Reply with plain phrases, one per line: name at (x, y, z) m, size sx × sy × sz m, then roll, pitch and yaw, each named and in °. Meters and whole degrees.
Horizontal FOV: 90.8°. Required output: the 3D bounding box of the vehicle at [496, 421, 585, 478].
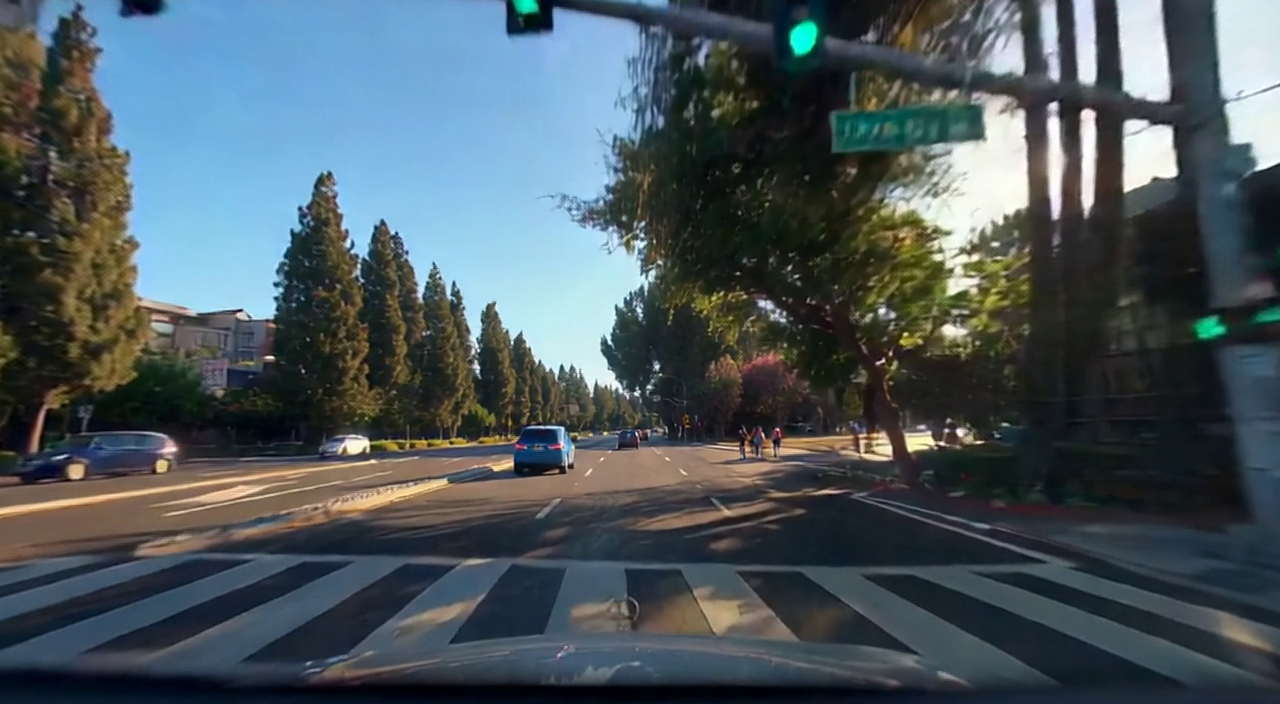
vehicle at (-3.180, 3.234, 21.150) m, size 2.174 × 1.703 × 4.231 m, roll 0°, pitch -8°, yaw 1°

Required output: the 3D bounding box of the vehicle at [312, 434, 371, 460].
vehicle at (-19.751, 6.308, 42.007) m, size 1.902 × 1.625 × 4.095 m, roll 0°, pitch -8°, yaw 0°

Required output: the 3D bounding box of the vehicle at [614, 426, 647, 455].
vehicle at (-0.657, 5.857, 41.657) m, size 2.077 × 1.773 × 4.257 m, roll 0°, pitch -8°, yaw -1°

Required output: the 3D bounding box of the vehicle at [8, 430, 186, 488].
vehicle at (-19.558, 3.838, 23.172) m, size 2.090 × 1.868 × 4.941 m, roll 0°, pitch -8°, yaw 0°
